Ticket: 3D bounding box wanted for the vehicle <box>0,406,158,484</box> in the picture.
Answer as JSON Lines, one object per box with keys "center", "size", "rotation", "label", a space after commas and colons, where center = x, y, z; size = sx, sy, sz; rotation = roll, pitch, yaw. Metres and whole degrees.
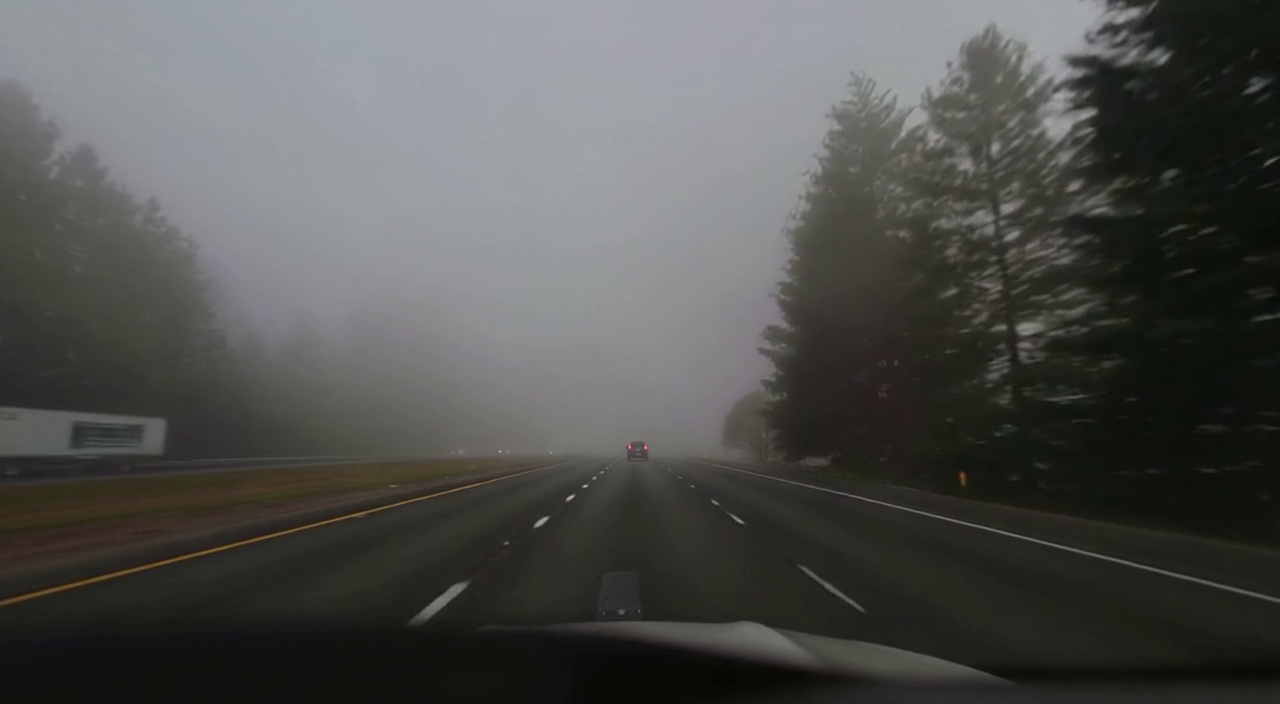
{"center": [-36.174, 5.604, 37.799], "size": [2.916, 4.200, 15.256], "rotation": [0, -9, -1], "label": "vehicle"}
